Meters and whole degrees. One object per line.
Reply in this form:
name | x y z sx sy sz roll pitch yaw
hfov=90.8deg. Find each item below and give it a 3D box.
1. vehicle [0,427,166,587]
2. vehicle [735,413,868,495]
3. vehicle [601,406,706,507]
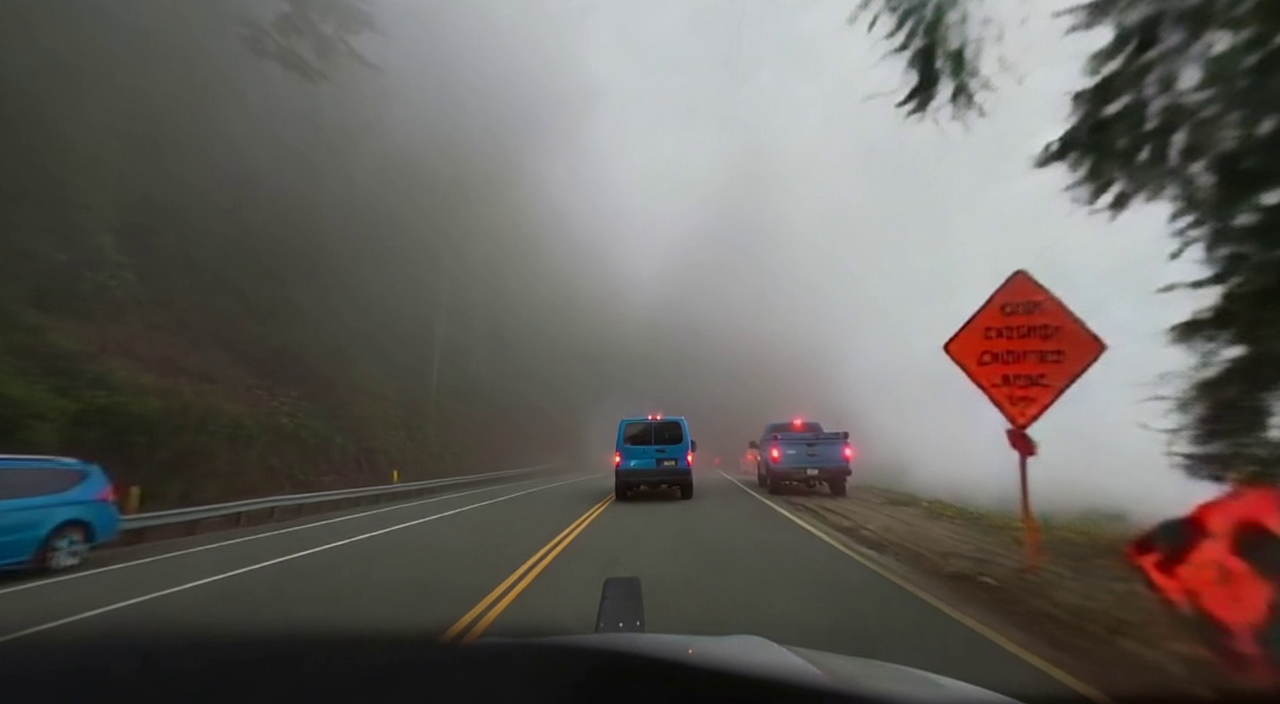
vehicle | -8.381 1.698 6.691 2.055 1.809 5.906 0 -8 1
vehicle | 4.591 3.114 19.660 2.833 2.033 7.668 -1 -8 6
vehicle | 0.504 2.711 16.707 2.362 2.247 4.892 -1 -8 5
